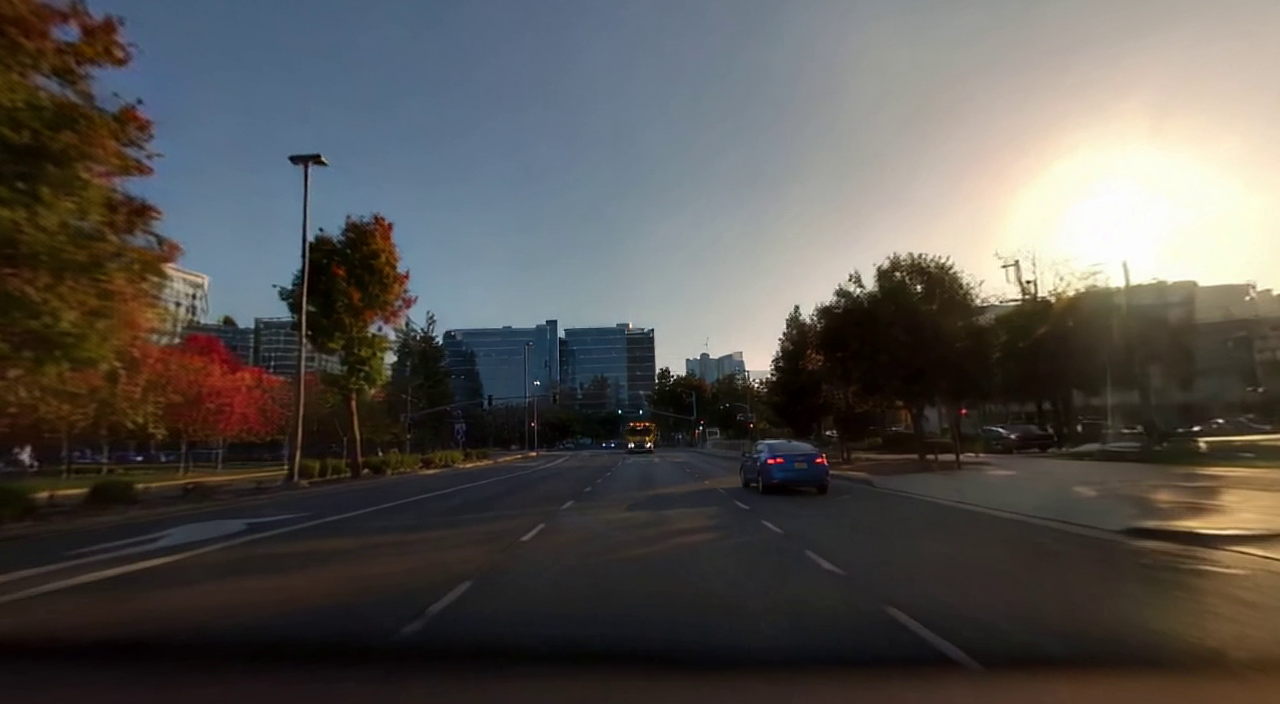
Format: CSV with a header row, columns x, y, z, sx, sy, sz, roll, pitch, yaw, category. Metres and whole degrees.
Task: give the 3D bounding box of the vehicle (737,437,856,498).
x,y,z,sx,sy,sz,roll,pitch,yaw,category
4.100,3.111,17.444,2.005,1.442,4.675,0,-8,-1,vehicle
